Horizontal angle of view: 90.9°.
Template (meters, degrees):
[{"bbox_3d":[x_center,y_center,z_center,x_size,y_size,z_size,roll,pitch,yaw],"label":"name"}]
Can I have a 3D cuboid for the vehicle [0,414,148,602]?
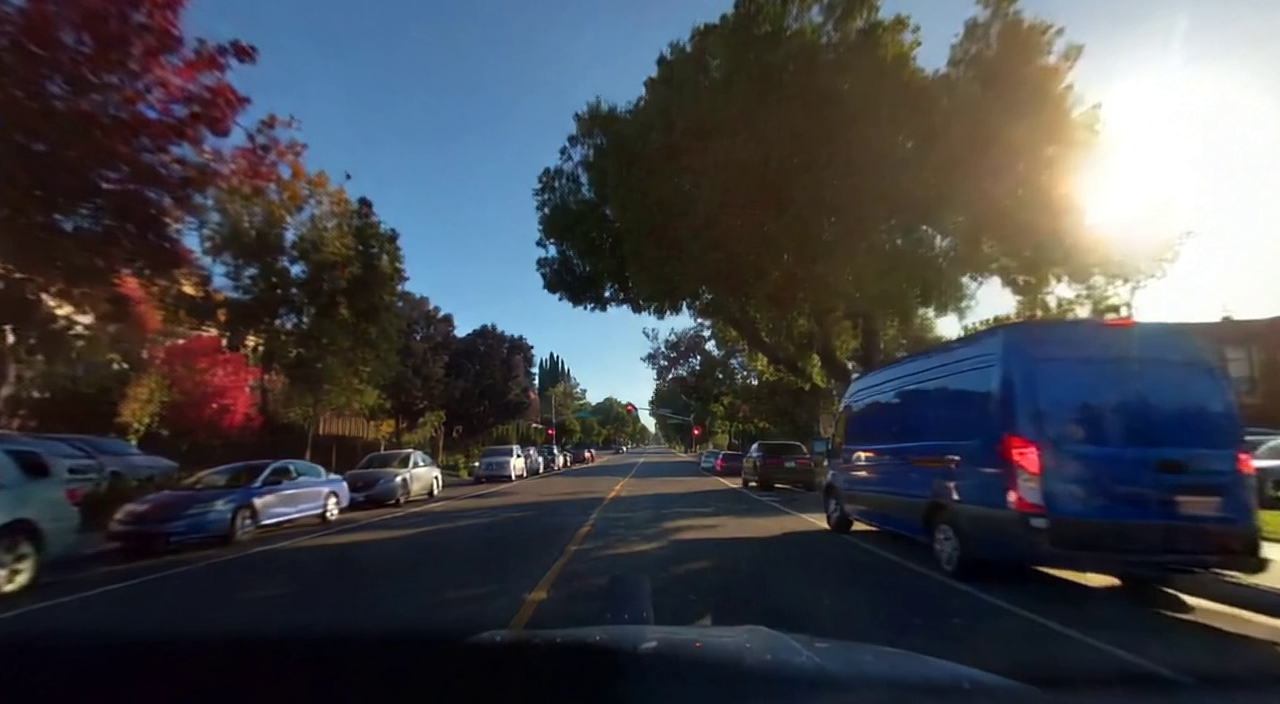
[{"bbox_3d":[-7.054,1.356,5.149,1.984,1.745,4.866,-1,-8,2],"label":"vehicle"}]

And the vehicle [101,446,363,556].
[{"bbox_3d":[-6.871,2.478,11.326,1.718,1.435,4.370,-3,-8,2],"label":"vehicle"}]

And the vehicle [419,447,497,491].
[{"bbox_3d":[-6.692,4.318,23.582,1.738,1.470,3.648,-1,-8,2],"label":"vehicle"}]

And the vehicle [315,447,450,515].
[{"bbox_3d":[-6.697,3.350,16.945,1.832,1.439,4.337,-2,-8,0],"label":"vehicle"}]

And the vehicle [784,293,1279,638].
[{"bbox_3d":[4.448,1.450,8.767,3.089,2.882,6.770,-1,-9,-1],"label":"vehicle"}]

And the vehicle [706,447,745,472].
[{"bbox_3d":[5.188,6.585,38.791,1.849,1.415,4.181,0,-8,1],"label":"vehicle"}]
